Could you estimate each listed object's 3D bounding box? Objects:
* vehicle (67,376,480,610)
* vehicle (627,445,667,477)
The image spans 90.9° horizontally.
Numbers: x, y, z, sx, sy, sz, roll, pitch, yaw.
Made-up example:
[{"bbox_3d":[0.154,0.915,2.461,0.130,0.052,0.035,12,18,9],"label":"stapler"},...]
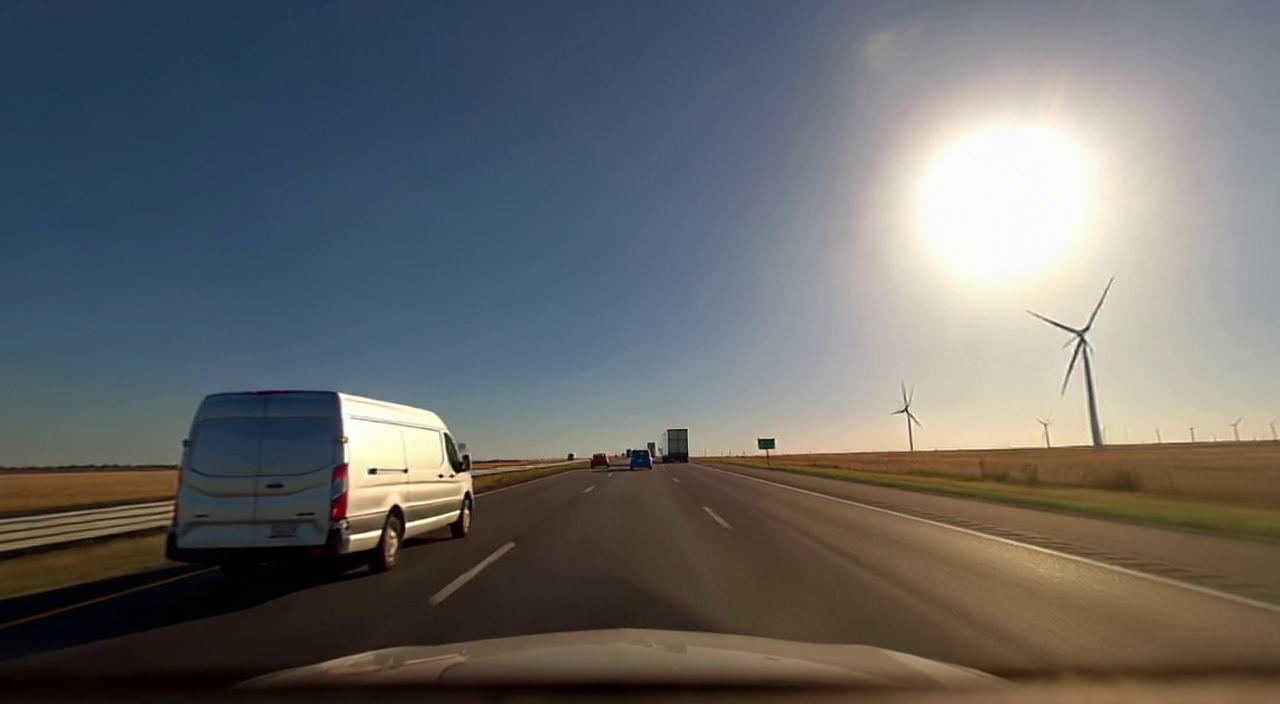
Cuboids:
[{"bbox_3d":[-3.736,1.564,7.789,2.238,1.984,4.650,0,-9,0],"label":"vehicle"},{"bbox_3d":[0.378,6.084,35.363,2.083,1.689,4.083,0,-9,1],"label":"vehicle"}]
